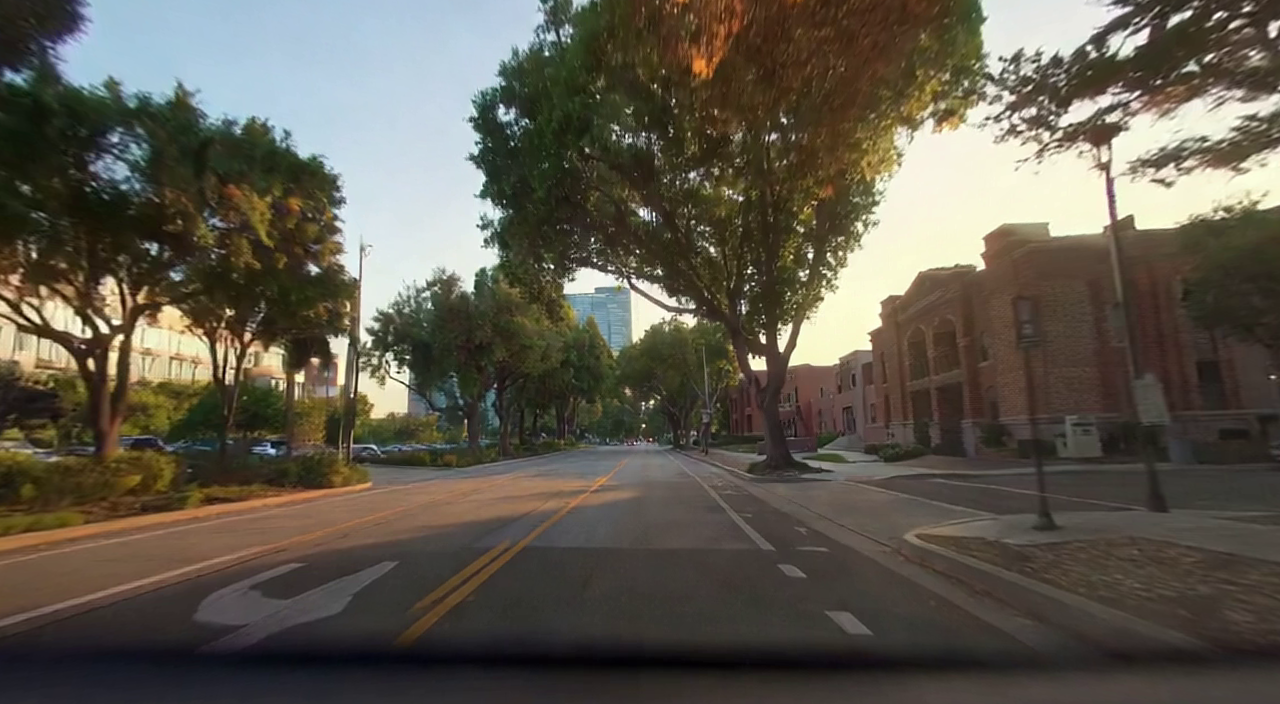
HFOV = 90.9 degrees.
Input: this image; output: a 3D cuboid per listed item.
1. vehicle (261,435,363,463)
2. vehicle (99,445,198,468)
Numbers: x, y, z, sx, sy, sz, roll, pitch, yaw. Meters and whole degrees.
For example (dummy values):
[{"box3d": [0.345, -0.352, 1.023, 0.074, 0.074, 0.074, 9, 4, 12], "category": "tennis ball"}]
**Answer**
[{"box3d": [-18.937, 5.609, 36.535, 4.699, 1.558, 2.113, -1, -9, 4], "category": "vehicle"}, {"box3d": [-32.716, 6.979, 42.073, 4.704, 1.448, 2.199, 0, -8, -2], "category": "vehicle"}]
